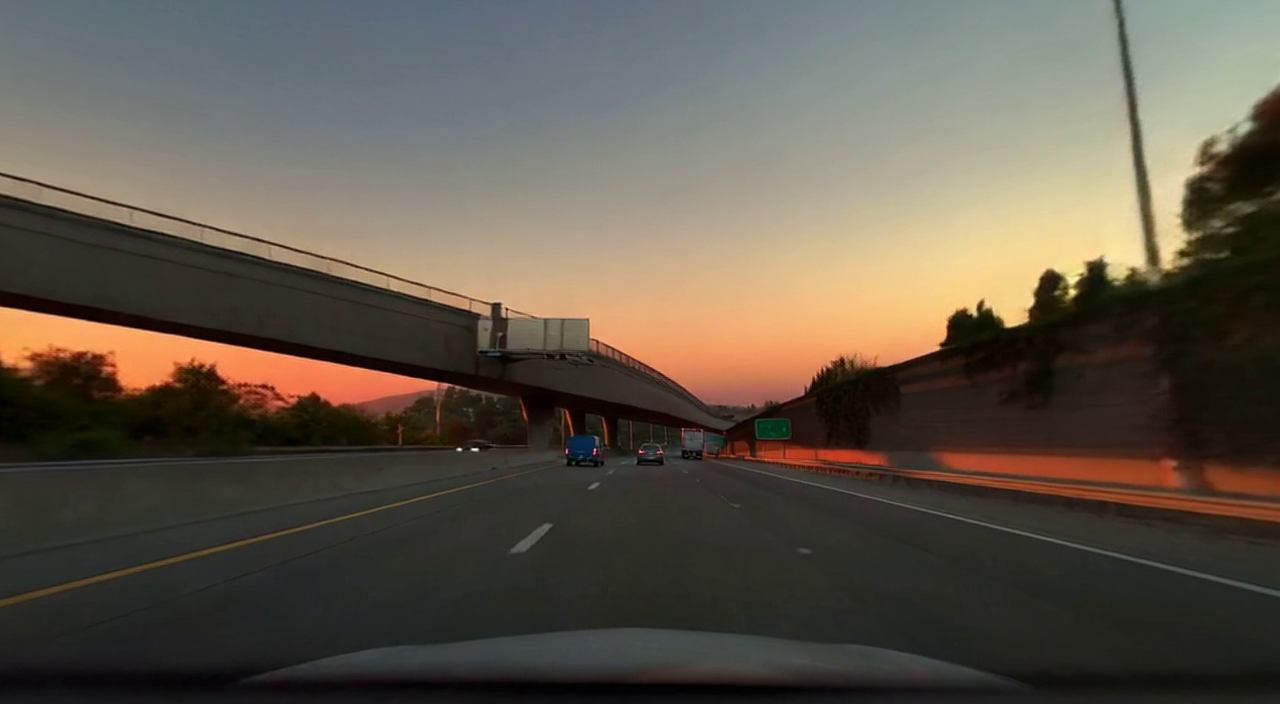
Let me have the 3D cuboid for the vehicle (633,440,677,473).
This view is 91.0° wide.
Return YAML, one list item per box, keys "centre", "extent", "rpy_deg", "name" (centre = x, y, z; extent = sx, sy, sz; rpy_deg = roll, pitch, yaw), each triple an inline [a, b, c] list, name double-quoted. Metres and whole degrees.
- centre: [0.760, 5.282, 32.092]
  extent: [2.086, 1.548, 4.325]
  rpy_deg: [0, -9, 1]
  name: "vehicle"

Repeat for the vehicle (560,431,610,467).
- centre: [-3.095, 5.624, 36.484]
  extent: [2.264, 1.901, 4.647]
  rpy_deg: [-1, -9, 2]
  name: "vehicle"
